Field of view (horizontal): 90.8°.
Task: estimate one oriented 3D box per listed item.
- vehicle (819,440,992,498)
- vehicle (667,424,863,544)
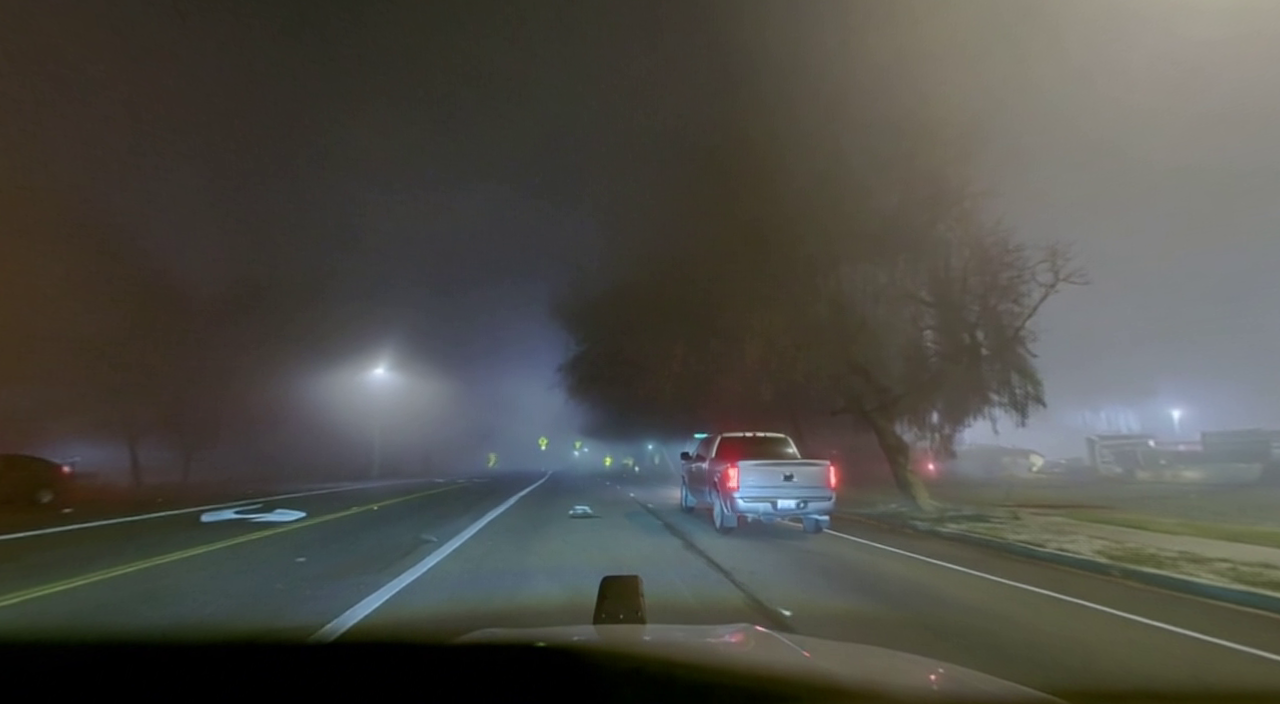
[{"bbox_3d":[13.205,5.901,31.754,7.551,2.142,2.896,6,-11,-7],"label":"vehicle"},{"bbox_3d":[2.188,2.611,13.252,2.402,1.922,5.677,1,-9,-6],"label":"vehicle"}]
